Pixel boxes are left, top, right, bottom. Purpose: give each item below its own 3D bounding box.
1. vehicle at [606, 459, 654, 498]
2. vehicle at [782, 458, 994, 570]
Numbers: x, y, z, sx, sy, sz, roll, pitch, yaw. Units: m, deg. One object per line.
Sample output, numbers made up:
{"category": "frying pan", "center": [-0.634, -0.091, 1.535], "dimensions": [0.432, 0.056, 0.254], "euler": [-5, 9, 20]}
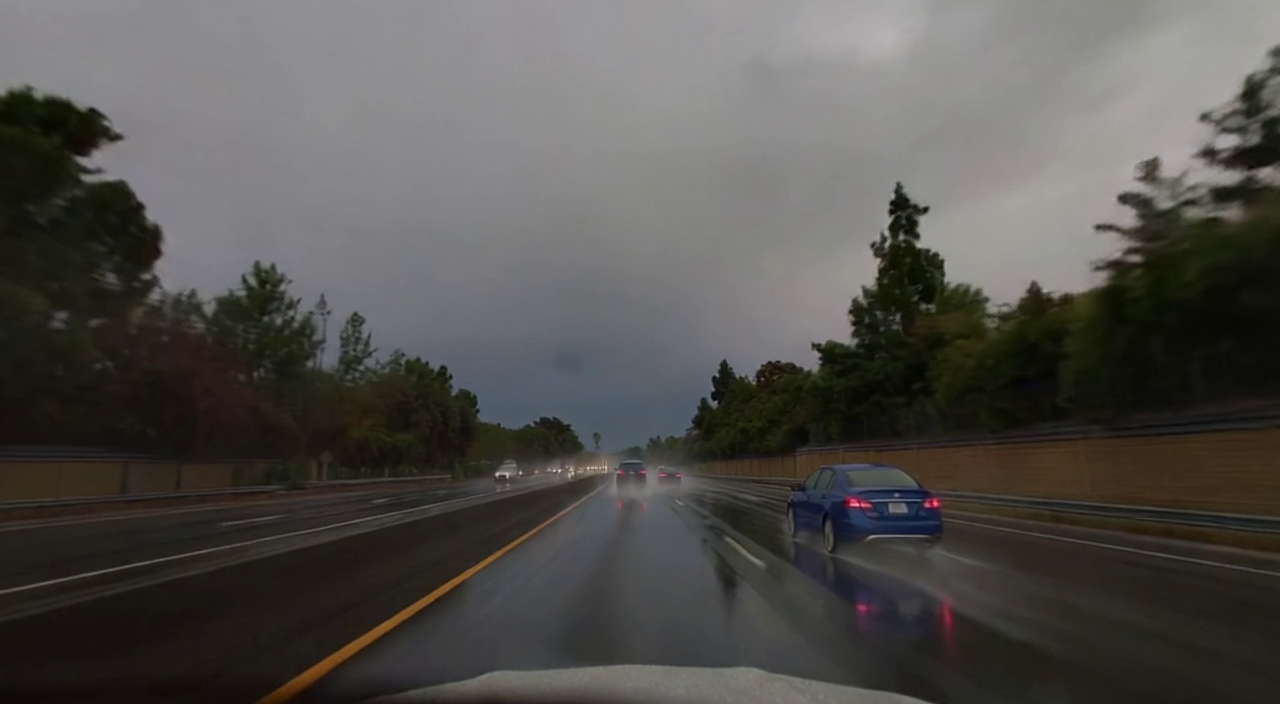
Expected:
{"category": "vehicle", "center": [-0.458, 5.772, 28.972], "dimensions": [2.037, 1.605, 3.833], "euler": [1, -11, -1]}
{"category": "vehicle", "center": [3.909, 2.636, 10.830], "dimensions": [1.938, 1.494, 4.032], "euler": [1, -11, -1]}
